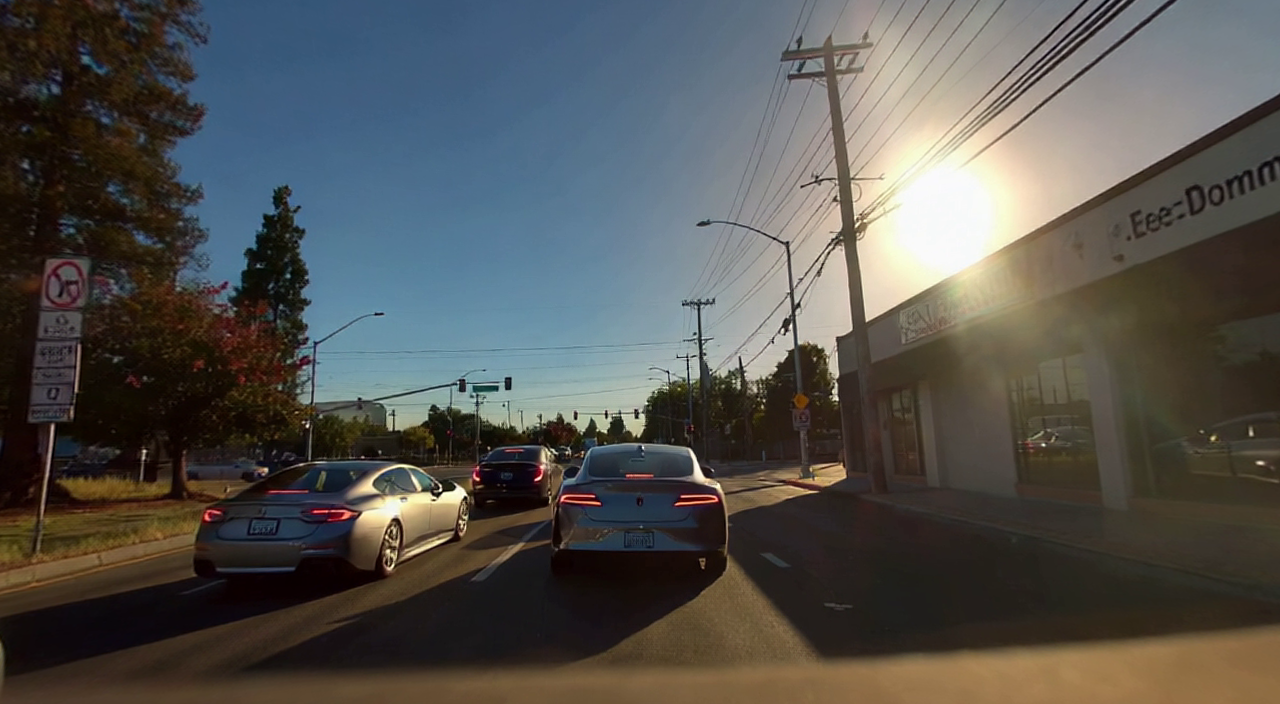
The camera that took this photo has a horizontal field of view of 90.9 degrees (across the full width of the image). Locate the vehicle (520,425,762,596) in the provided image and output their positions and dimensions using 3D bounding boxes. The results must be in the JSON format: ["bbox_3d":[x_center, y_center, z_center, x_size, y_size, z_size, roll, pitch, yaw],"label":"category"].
[{"bbox_3d":[-0.003,1.679,7.525,2.101,1.469,3.955,0,-9,0],"label":"vehicle"}]

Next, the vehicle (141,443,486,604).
[{"bbox_3d":[-3.234,1.739,7.319,1.765,1.319,4.013,0,-9,2],"label":"vehicle"}]
